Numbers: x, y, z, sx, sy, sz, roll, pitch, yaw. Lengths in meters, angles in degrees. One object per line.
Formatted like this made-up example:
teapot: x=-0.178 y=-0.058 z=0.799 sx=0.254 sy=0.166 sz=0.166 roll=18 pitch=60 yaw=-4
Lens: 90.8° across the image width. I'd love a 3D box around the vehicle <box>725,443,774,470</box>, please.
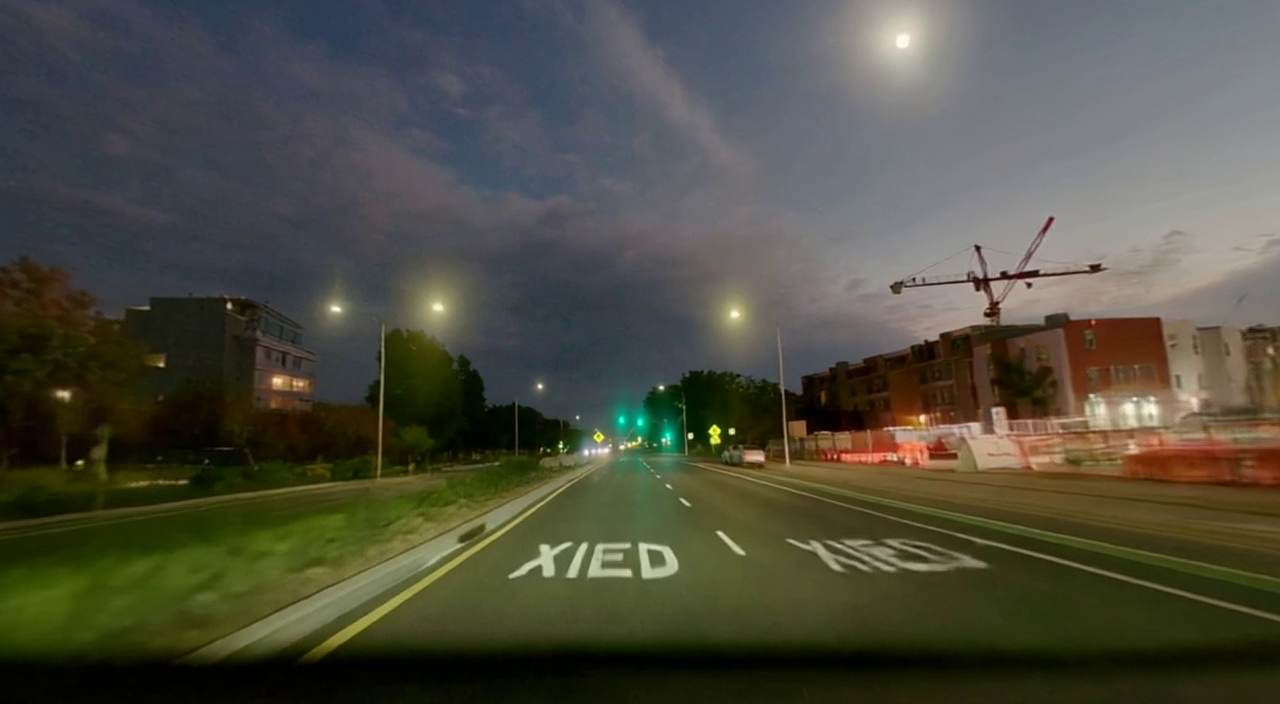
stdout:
vehicle: x=6.794 y=6.545 z=39.685 sx=1.986 sy=1.498 sz=5.099 roll=2 pitch=-9 yaw=-2
